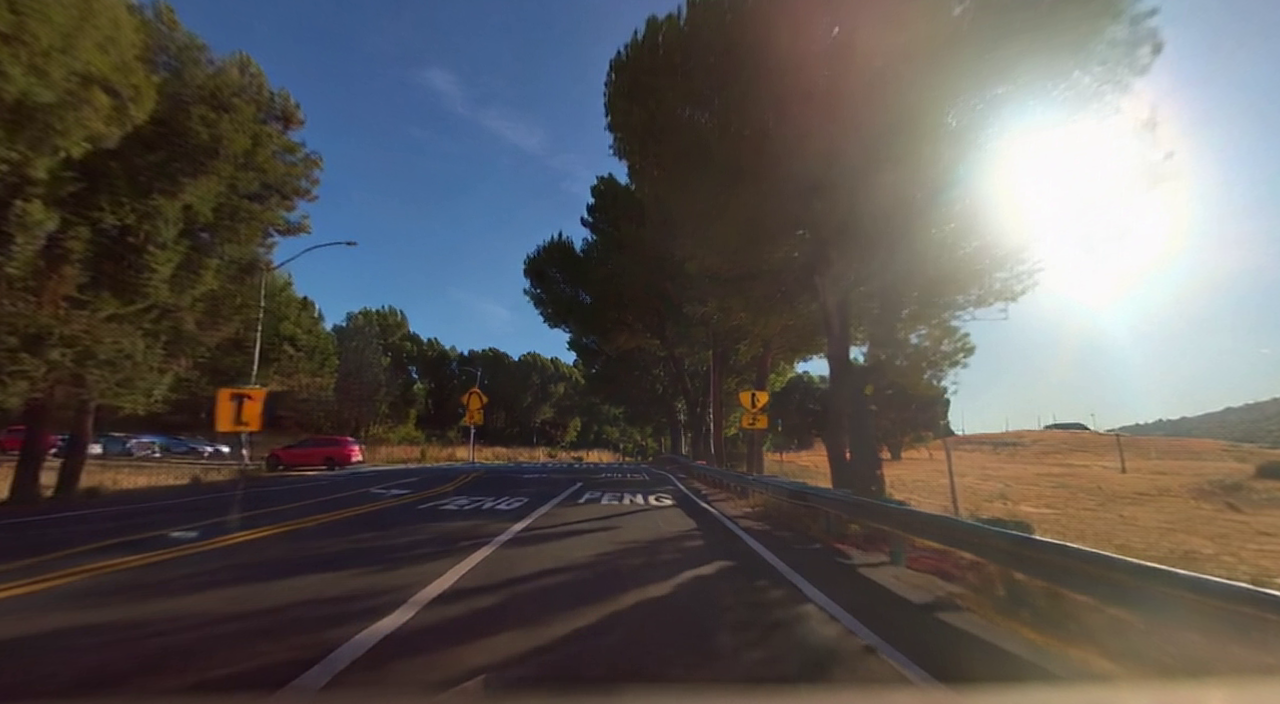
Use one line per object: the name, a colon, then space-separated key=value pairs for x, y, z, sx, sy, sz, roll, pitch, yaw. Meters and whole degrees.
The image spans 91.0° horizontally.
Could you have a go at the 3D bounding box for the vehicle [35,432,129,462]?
vehicle: x=-36.422 y=6.200 z=41.272 sx=1.951 sy=1.843 sz=4.498 roll=0 pitch=-8 yaw=0

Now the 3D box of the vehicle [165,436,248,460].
vehicle: x=-28.335 y=6.312 z=41.320 sx=1.823 sy=1.463 sz=4.771 roll=0 pitch=-8 yaw=4

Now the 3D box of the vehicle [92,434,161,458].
vehicle: x=-33.814 y=6.224 z=41.534 sx=1.601 sy=1.494 sz=3.449 roll=0 pitch=-8 yaw=0

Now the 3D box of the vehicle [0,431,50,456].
vehicle: x=-41.344 y=6.028 z=41.418 sx=1.705 sy=1.596 sz=3.596 roll=0 pitch=-8 yaw=-5

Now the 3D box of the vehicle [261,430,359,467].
vehicle: x=-18.381 y=5.406 z=35.332 sx=4.529 sy=1.976 sz=2.002 roll=3 pitch=-9 yaw=-19

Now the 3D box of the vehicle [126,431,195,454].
vehicle: x=-31.269 y=5.927 z=41.147 sx=1.561 sy=1.438 sz=3.699 roll=0 pitch=-8 yaw=1
